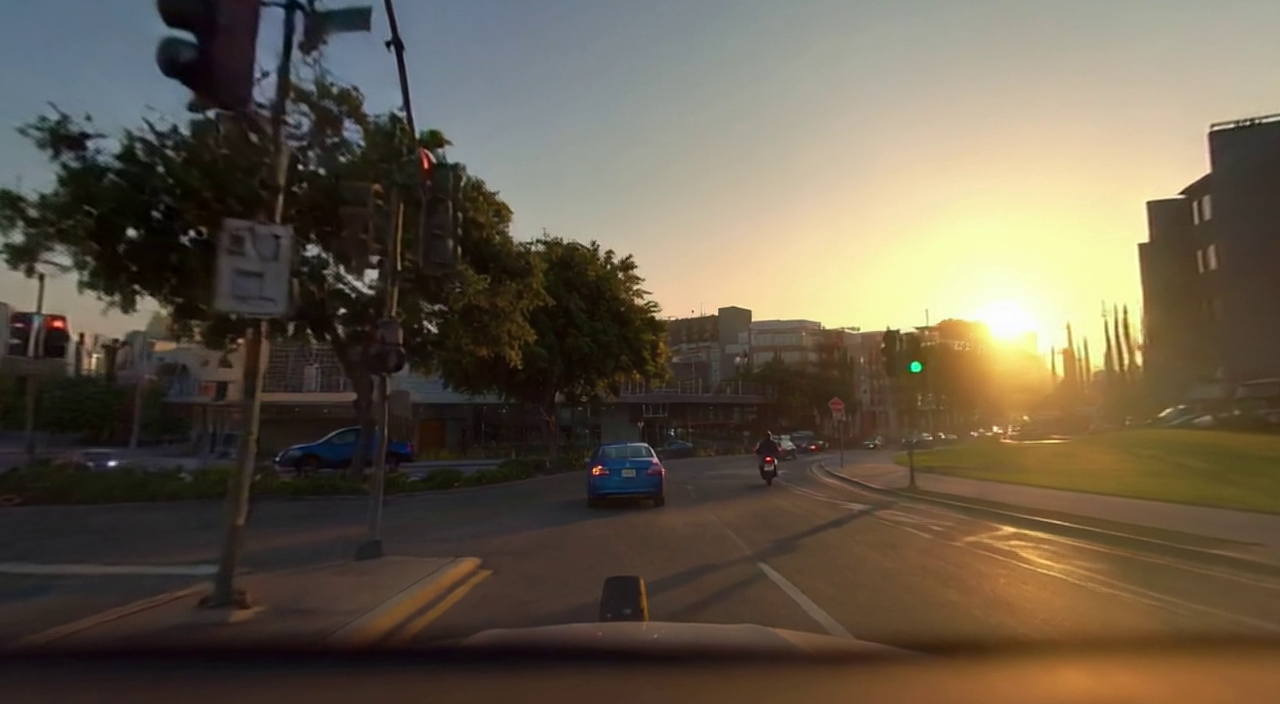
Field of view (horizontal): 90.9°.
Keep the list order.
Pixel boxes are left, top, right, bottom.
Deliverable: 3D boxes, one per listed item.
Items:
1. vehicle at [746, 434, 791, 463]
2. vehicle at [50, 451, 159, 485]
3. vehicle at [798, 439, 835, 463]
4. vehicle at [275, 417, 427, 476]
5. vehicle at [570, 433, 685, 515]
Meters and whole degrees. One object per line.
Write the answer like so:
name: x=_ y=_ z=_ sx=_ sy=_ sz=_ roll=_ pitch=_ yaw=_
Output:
vehicle: x=8.691 y=6.468 z=42.303 sx=2.212 sy=1.790 sz=4.768 roll=-3 pitch=-9 yaw=20
vehicle: x=-20.056 y=4.330 z=23.690 sx=1.259 sy=1.181 sz=2.744 roll=-4 pitch=-10 yaw=22
vehicle: x=12.292 y=6.874 z=43.741 sx=1.822 sy=1.555 sz=3.574 roll=-4 pitch=-9 yaw=25
vehicle: x=-15.004 y=4.990 z=33.420 sx=2.287 sy=2.780 sz=7.166 roll=-5 pitch=-10 yaw=31
vehicle: x=-0.278 y=2.541 z=13.636 sx=2.118 sy=1.480 sz=3.949 roll=0 pitch=-9 yaw=-1
